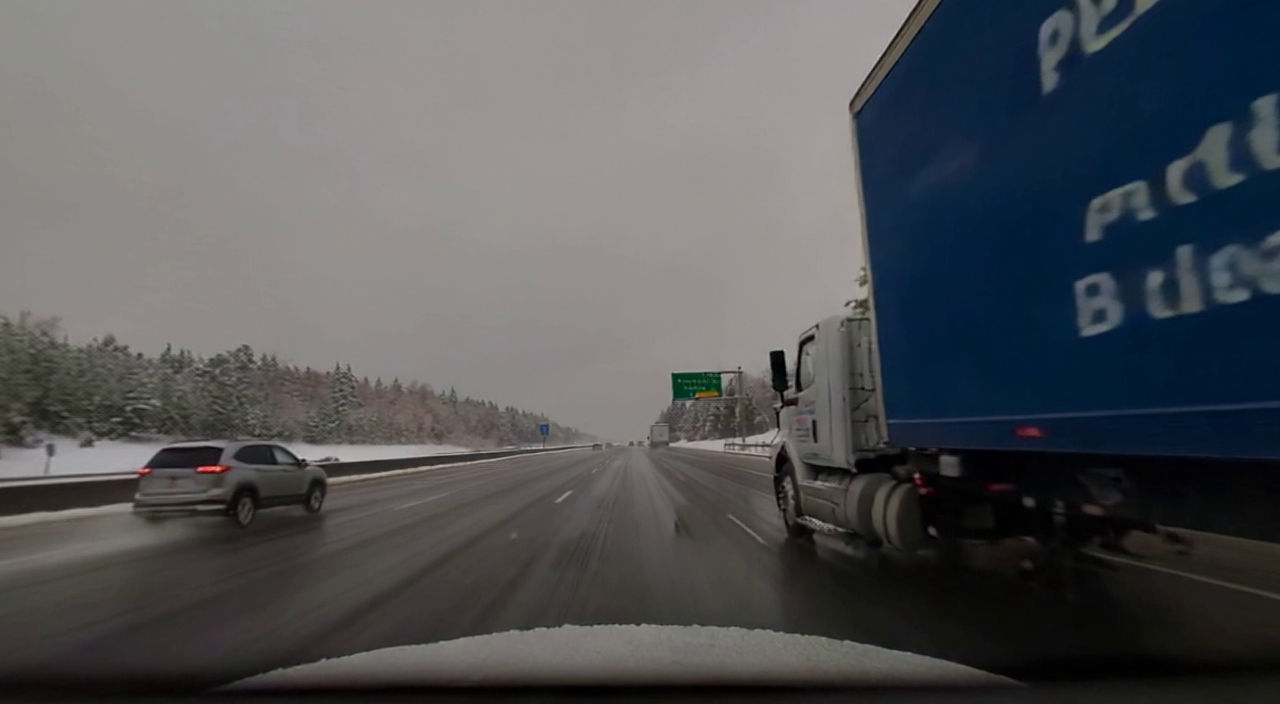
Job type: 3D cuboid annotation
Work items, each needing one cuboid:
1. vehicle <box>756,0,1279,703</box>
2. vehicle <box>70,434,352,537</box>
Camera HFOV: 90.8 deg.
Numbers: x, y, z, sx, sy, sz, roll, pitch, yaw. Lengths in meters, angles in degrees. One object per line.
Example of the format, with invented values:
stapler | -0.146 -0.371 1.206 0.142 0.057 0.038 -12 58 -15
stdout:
vehicle | 3.123 -0.160 2.781 2.985 3.985 10.516 0 -9 -1
vehicle | -7.370 2.315 11.622 2.033 1.494 4.508 0 -9 -1
